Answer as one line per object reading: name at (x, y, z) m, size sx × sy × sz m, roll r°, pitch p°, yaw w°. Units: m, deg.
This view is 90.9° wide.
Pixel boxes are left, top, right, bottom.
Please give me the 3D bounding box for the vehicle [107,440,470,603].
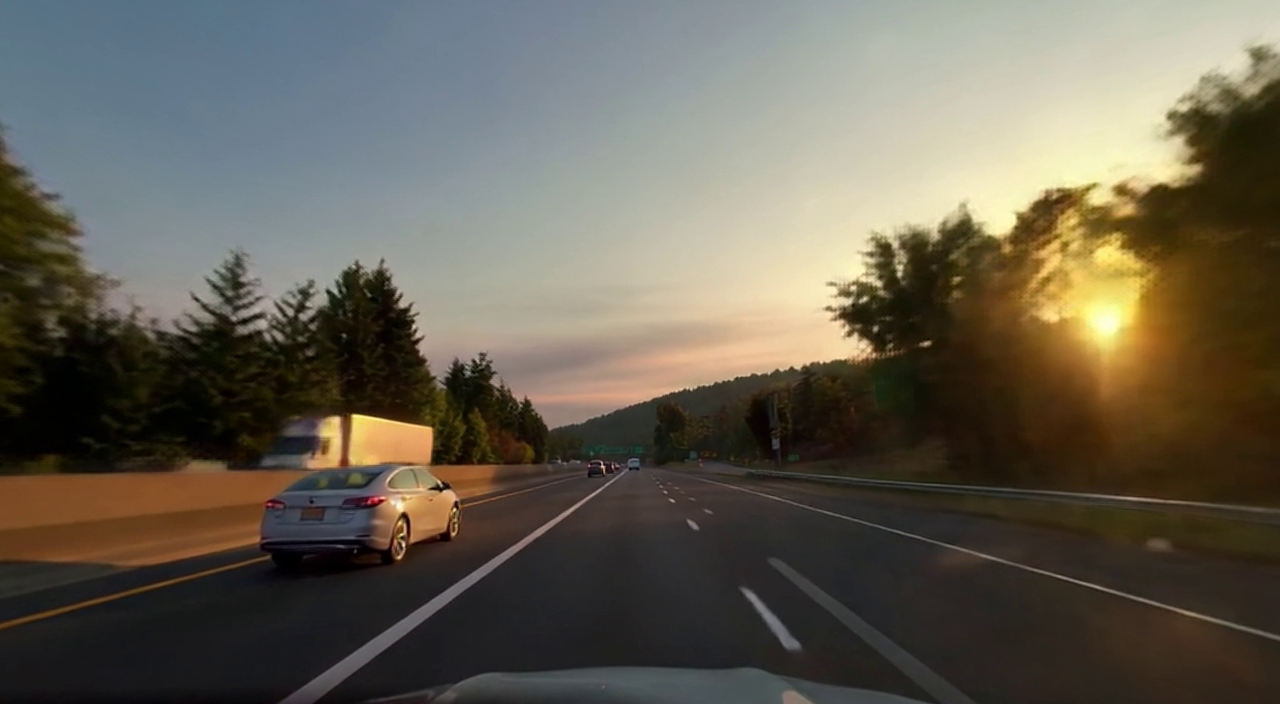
vehicle at (-3.806, 1.957, 8.020) m, size 1.998 × 1.427 × 4.462 m, roll 1°, pitch -11°, yaw 0°
